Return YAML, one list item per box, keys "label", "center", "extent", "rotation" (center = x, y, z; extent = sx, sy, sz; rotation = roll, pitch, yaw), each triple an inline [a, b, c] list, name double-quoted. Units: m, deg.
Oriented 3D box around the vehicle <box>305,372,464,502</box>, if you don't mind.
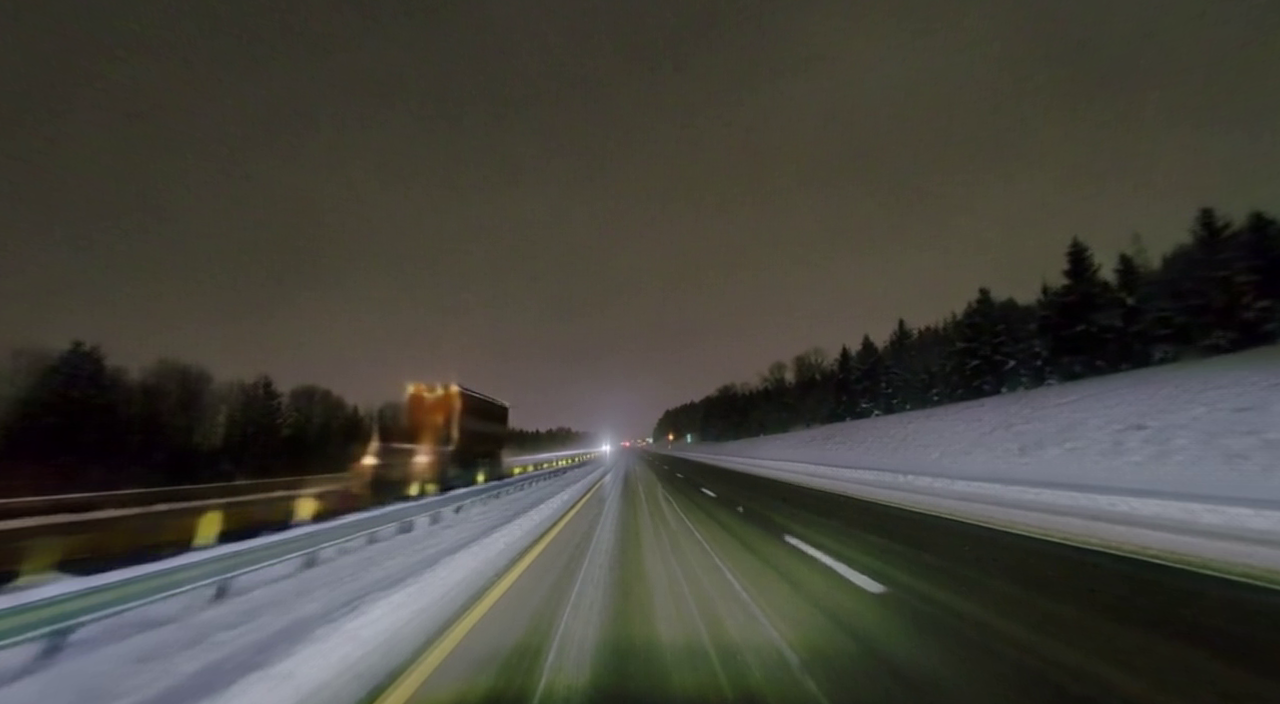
- label: "vehicle"
  center: [-8.765, 3.077, 22.489]
  extent: [3.106, 3.995, 5.903]
  rotation: [0, -9, 0]
